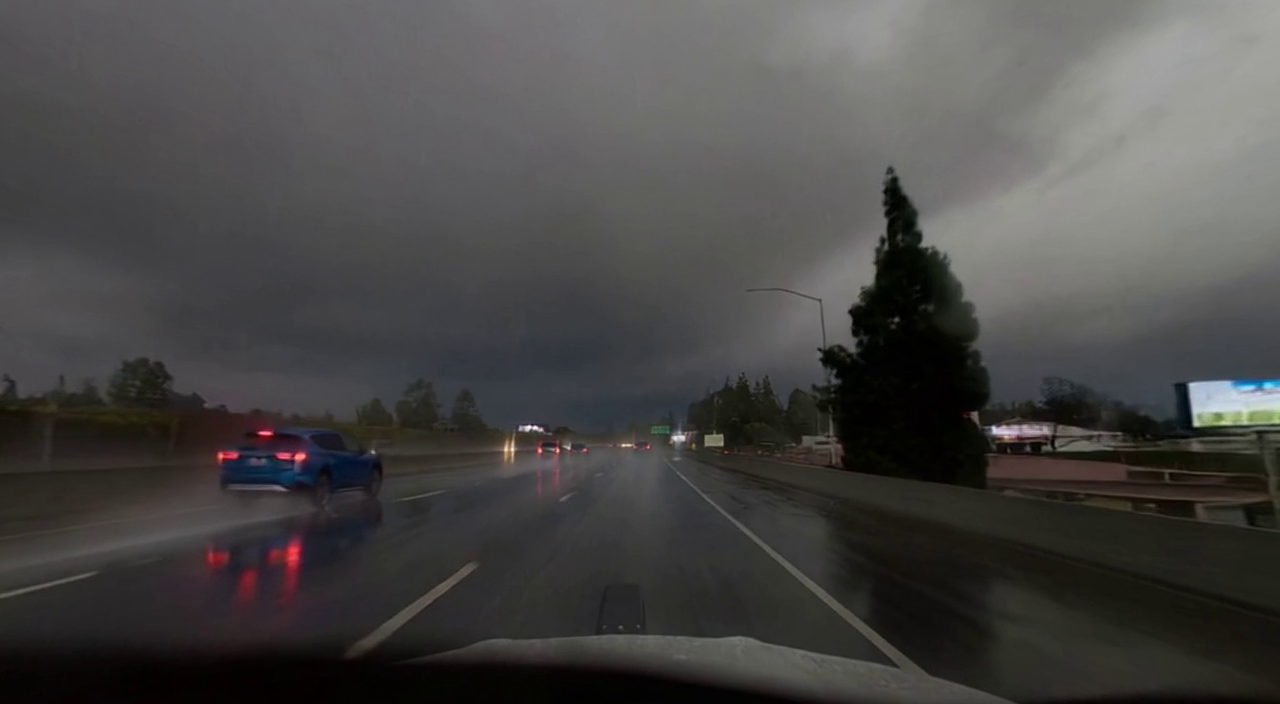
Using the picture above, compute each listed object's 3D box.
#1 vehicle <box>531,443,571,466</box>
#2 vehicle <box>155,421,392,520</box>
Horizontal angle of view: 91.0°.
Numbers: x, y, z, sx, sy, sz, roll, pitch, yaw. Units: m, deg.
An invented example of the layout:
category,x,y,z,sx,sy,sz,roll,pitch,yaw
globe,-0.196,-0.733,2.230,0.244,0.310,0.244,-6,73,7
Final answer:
category,x,y,z,sx,sy,sz,roll,pitch,yaw
vehicle,-6.393,7.434,45.828,2.008,1.520,4.731,0,-9,2
vehicle,-7.321,2.421,13.370,2.055,1.683,4.804,0,-9,1
